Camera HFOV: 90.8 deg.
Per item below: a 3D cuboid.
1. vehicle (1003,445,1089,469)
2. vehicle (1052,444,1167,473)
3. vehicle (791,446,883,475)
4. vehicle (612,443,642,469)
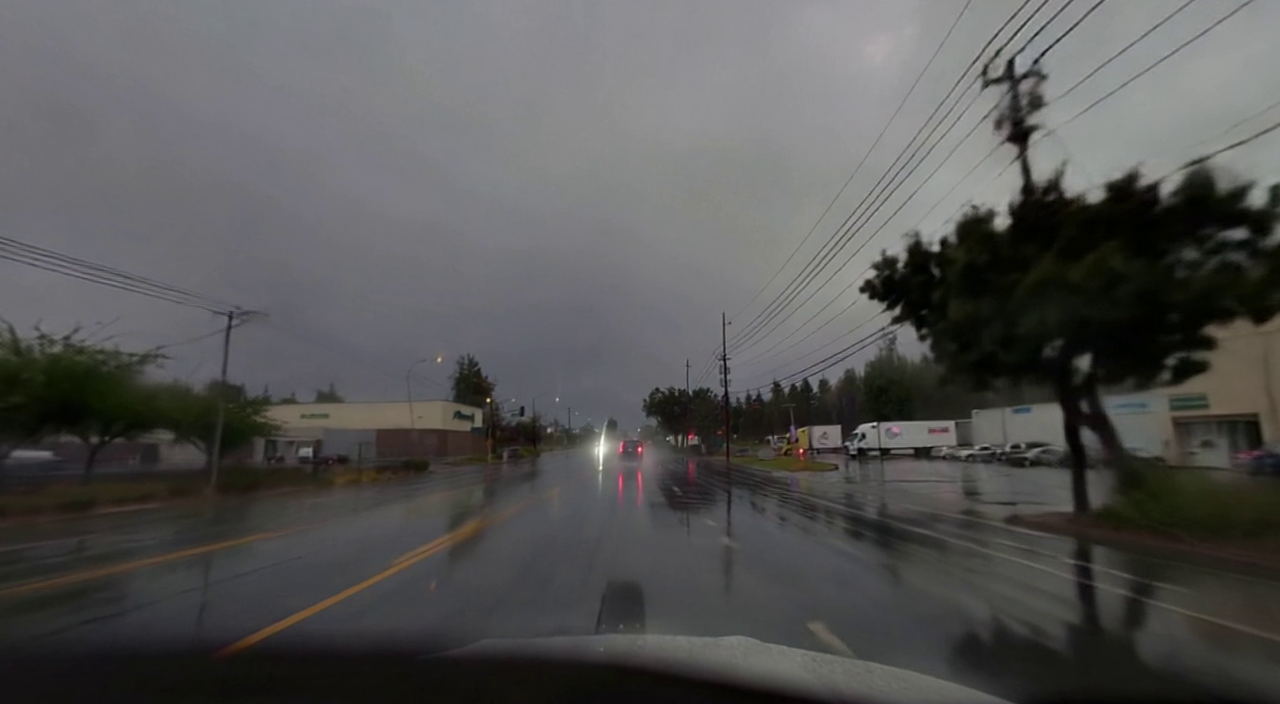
[{"bbox_3d":[25.736,6.657,40.177,4.134,1.441,1.836,-1,-8,2],"label":"vehicle"},{"bbox_3d":[25.713,5.821,34.717,4.625,1.484,1.997,0,-8,1],"label":"vehicle"},{"bbox_3d":[11.683,6.449,37.690,4.758,1.496,1.871,-1,-9,-1],"label":"vehicle"},{"bbox_3d":[-0.839,6.914,42.230,1.937,1.588,3.746,0,-8,-1],"label":"vehicle"}]
